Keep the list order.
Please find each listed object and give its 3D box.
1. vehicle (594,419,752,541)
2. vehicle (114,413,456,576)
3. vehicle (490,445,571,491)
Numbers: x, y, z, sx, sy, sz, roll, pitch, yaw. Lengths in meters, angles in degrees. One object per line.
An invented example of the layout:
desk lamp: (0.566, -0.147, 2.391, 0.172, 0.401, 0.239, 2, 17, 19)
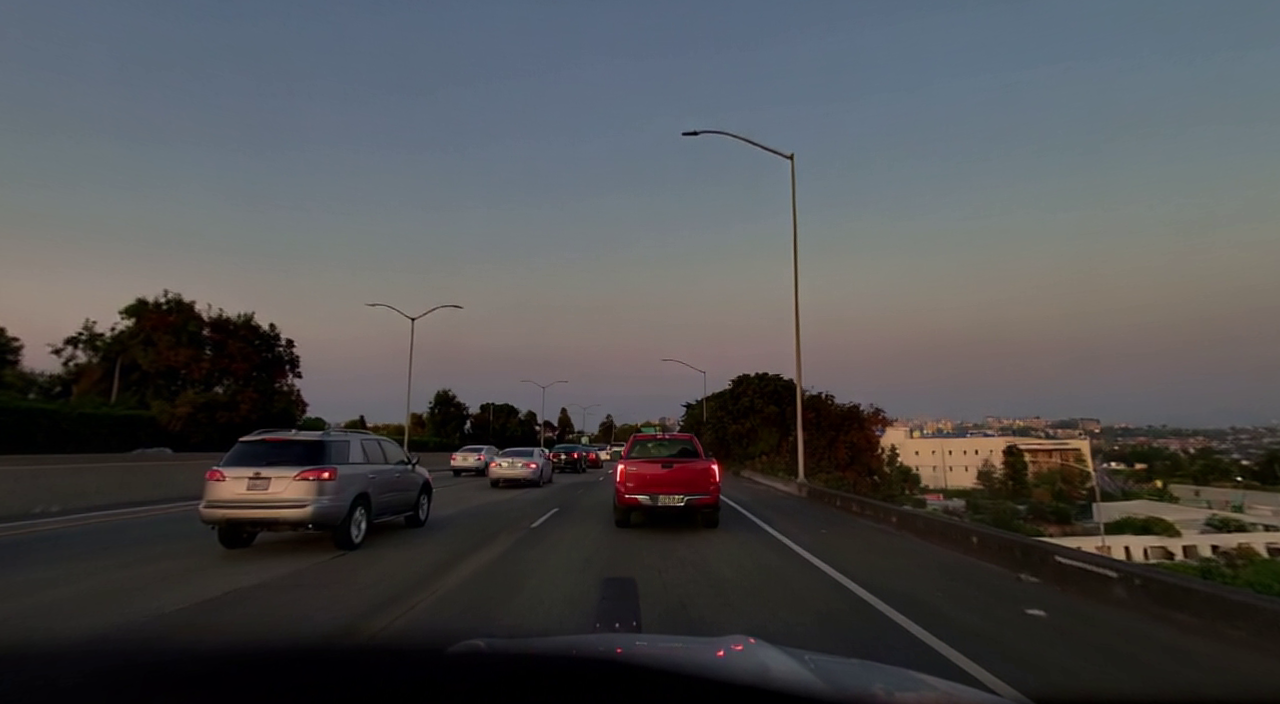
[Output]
vehicle: (0.513, 2.160, 11.269, 2.235, 1.716, 4.435, 0, -9, 1)
vehicle: (-4.413, 1.834, 8.913, 2.076, 1.688, 4.334, -1, -9, 4)
vehicle: (-3.733, 4.027, 22.305, 1.868, 1.470, 4.105, -1, -9, 4)
